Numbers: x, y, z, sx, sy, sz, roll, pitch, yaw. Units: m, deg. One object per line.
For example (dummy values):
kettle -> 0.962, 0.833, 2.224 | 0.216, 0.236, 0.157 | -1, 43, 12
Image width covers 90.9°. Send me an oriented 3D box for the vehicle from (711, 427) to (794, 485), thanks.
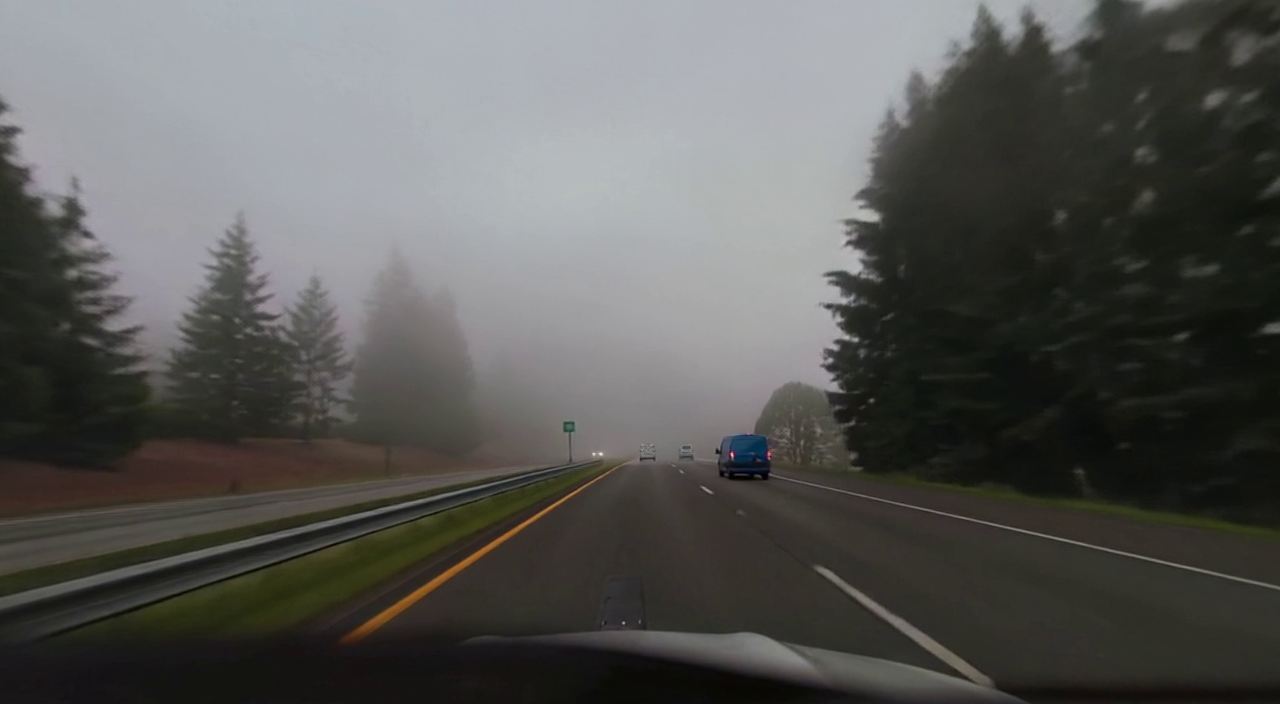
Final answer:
vehicle -> 4.289, 4.077, 24.931 | 2.371, 2.045, 4.768 | 0, -9, -1
